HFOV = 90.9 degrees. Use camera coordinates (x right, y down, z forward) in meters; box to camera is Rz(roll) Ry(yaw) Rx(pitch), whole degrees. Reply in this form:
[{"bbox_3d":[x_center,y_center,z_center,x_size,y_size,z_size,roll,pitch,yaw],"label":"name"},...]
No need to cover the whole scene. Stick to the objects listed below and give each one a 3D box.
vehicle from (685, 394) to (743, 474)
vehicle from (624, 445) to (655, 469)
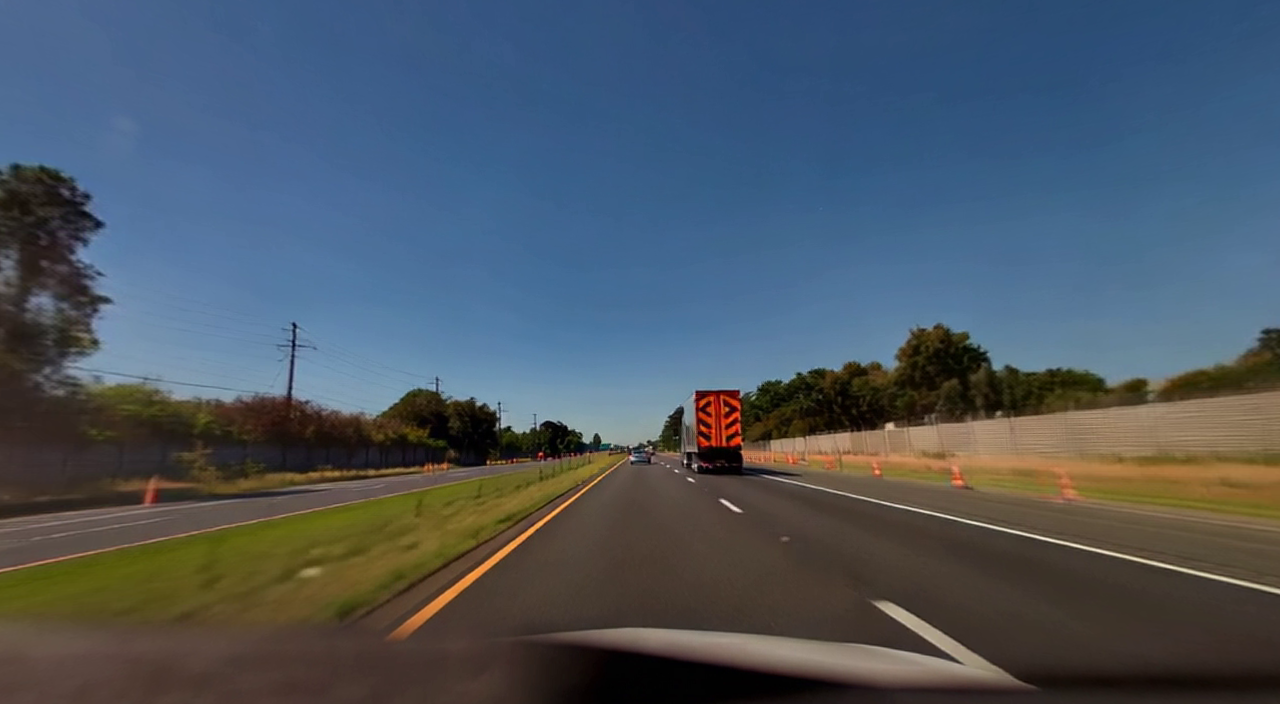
[{"bbox_3d":[4.200,4.882,37.034,2.704,4.310,5.716,0,-9,0],"label":"vehicle"},{"bbox_3d":[-0.042,7.193,43.303,2.065,1.573,3.734,0,-9,0],"label":"vehicle"}]
